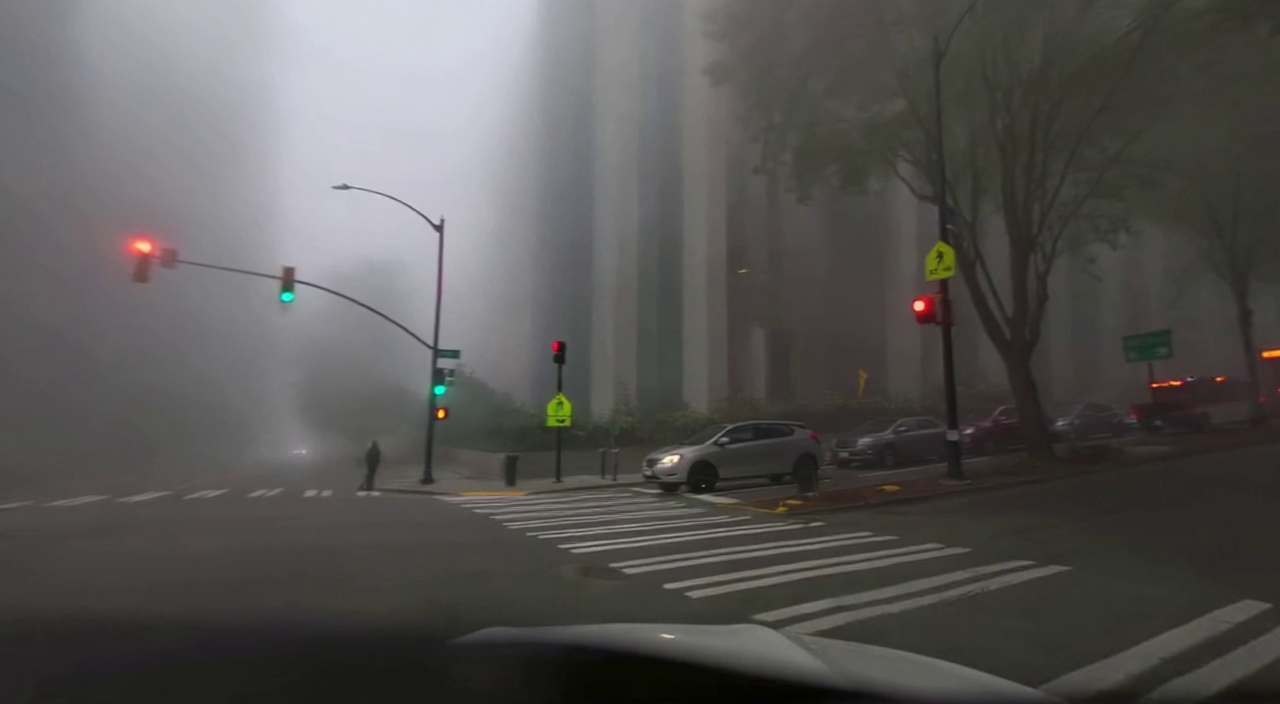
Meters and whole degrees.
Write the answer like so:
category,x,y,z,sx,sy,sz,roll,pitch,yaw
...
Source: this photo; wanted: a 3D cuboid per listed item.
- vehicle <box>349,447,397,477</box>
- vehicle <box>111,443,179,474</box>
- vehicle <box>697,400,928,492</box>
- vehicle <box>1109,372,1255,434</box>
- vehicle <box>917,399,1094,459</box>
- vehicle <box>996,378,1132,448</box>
category,x,y,z,sx,sy,sz,roll,pitch,yaw
vehicle,-14.043,5.728,33.117,2.037,1.489,4.077,4,-10,-25
vehicle,-26.876,5.792,34.454,2.072,1.557,4.324,5,-10,-28
vehicle,3.929,2.144,14.401,4.841,1.798,2.053,4,-10,-25
vehicle,18.871,1.856,22.009,4.599,1.855,1.988,4,-10,-25
vehicle,10.144,2.196,17.512,4.628,1.488,1.826,4,-10,-25
vehicle,15.805,2.316,23.498,4.615,1.819,2.109,12,-10,-24
